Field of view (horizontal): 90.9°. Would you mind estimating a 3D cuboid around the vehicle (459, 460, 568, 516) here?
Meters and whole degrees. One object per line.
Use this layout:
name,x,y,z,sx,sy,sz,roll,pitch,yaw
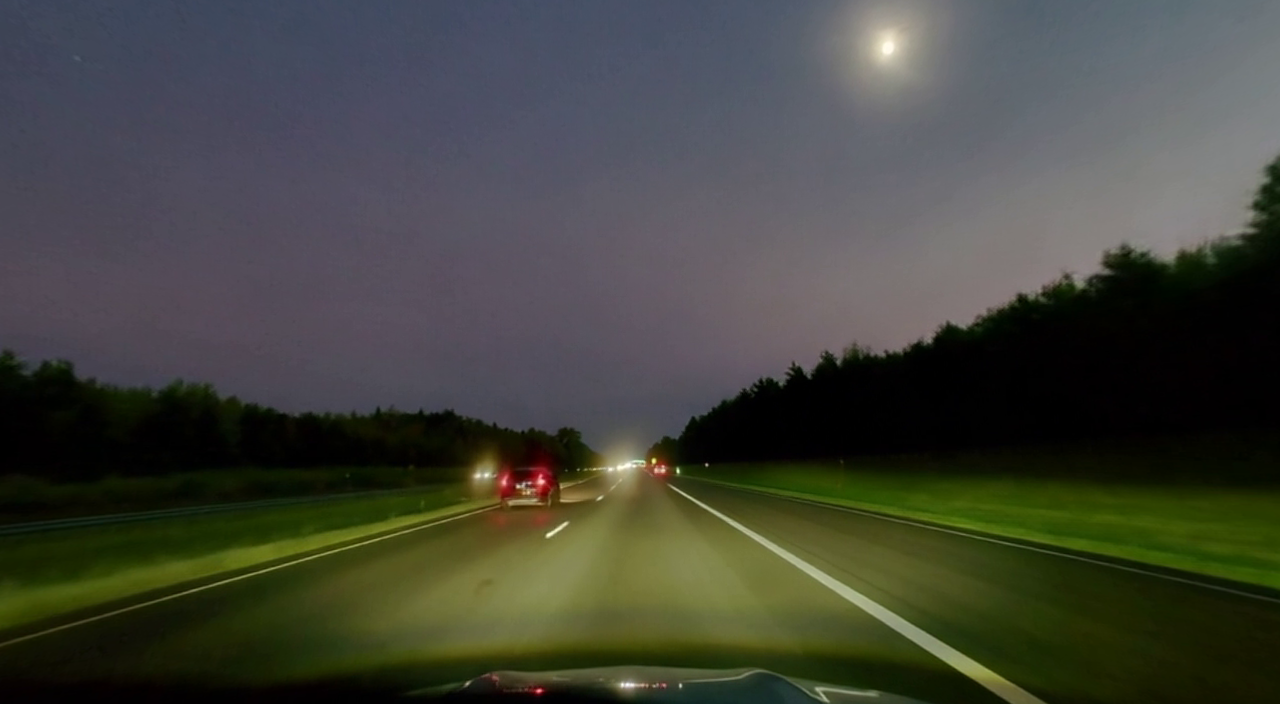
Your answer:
vehicle,-3.604,4.014,18.922,2.183,1.435,4.653,0,-10,1
